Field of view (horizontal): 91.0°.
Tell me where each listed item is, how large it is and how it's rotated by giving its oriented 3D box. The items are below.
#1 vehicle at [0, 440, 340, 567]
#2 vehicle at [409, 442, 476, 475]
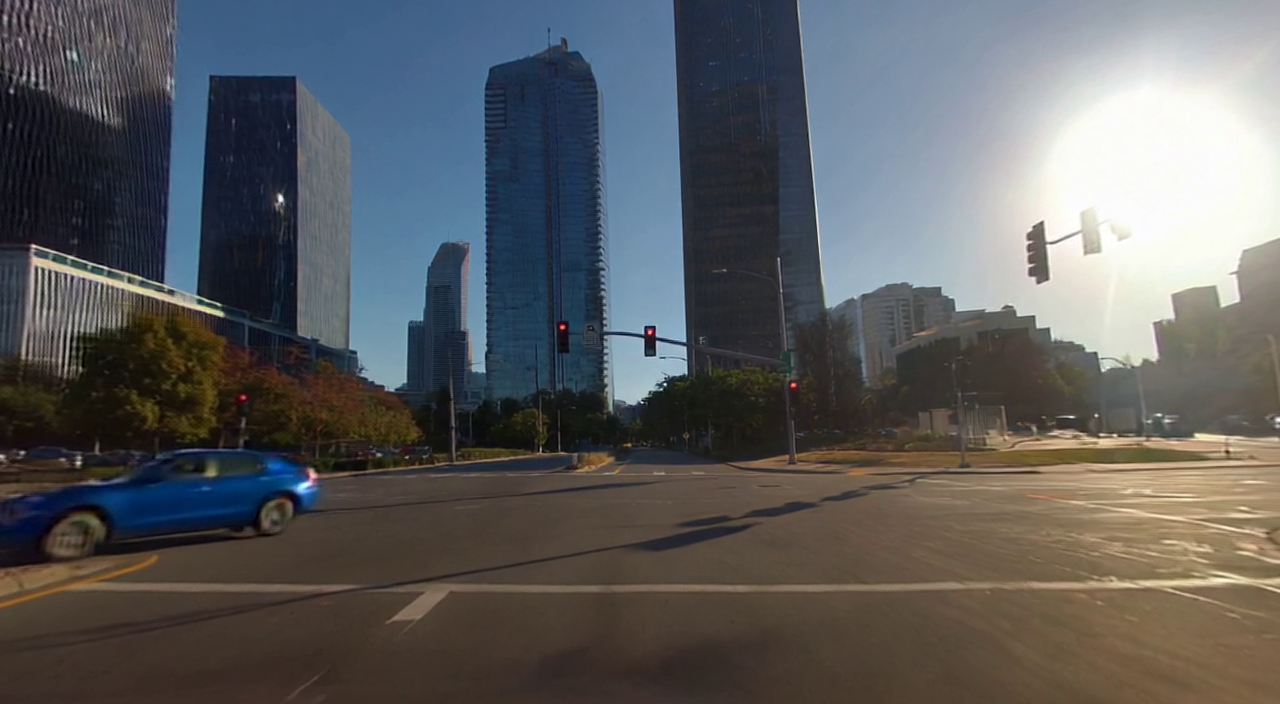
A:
[{"bbox_3d":[-7.557,2.275,10.294,2.065,1.572,4.218,-7,-11,37],"label":"vehicle"},{"bbox_3d":[-11.554,6.277,37.257,2.069,1.771,4.947,0,-9,3],"label":"vehicle"}]
